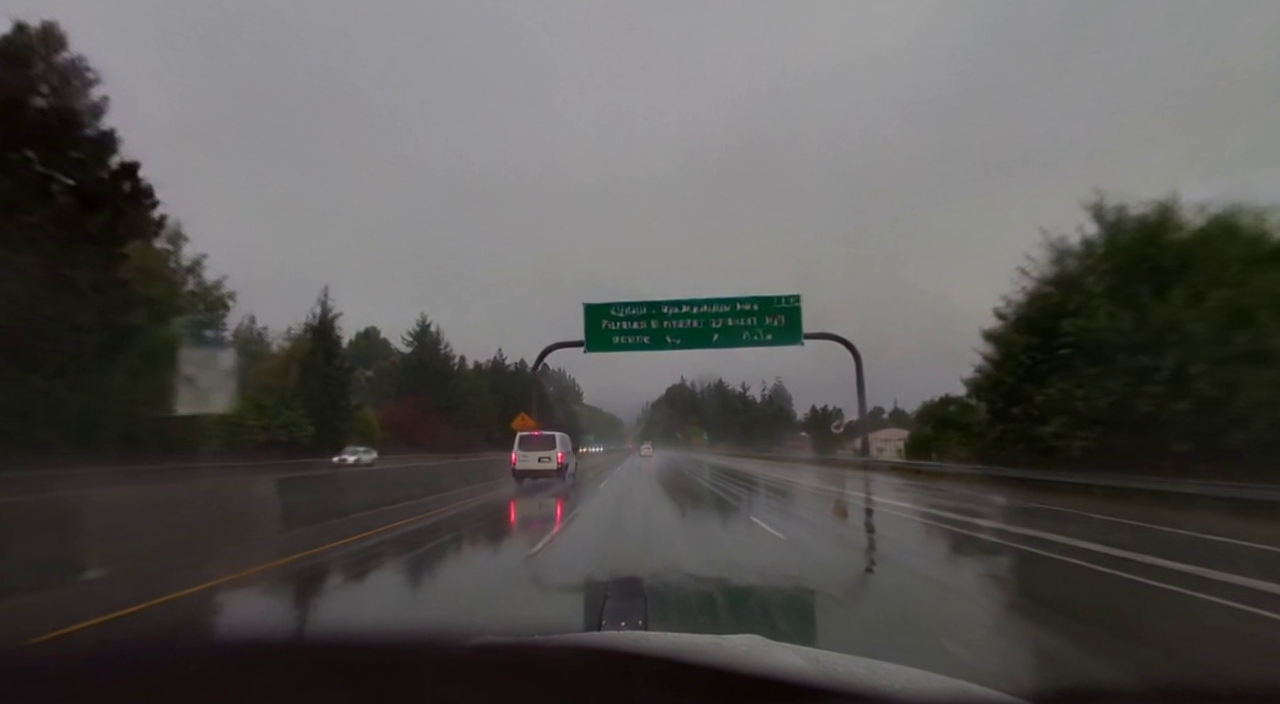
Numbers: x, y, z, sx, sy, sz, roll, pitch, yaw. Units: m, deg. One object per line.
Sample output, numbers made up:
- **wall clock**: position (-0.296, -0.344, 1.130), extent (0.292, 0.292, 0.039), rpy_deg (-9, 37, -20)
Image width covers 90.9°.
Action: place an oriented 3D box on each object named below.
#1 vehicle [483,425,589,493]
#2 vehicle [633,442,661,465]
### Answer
- **vehicle**: position (-3.242, 3.548, 21.193), extent (2.572, 1.927, 5.803), rpy_deg (0, -9, 0)
- **vehicle**: position (0.514, 7.794, 48.544), extent (2.067, 1.690, 3.901), rpy_deg (0, -9, 0)
